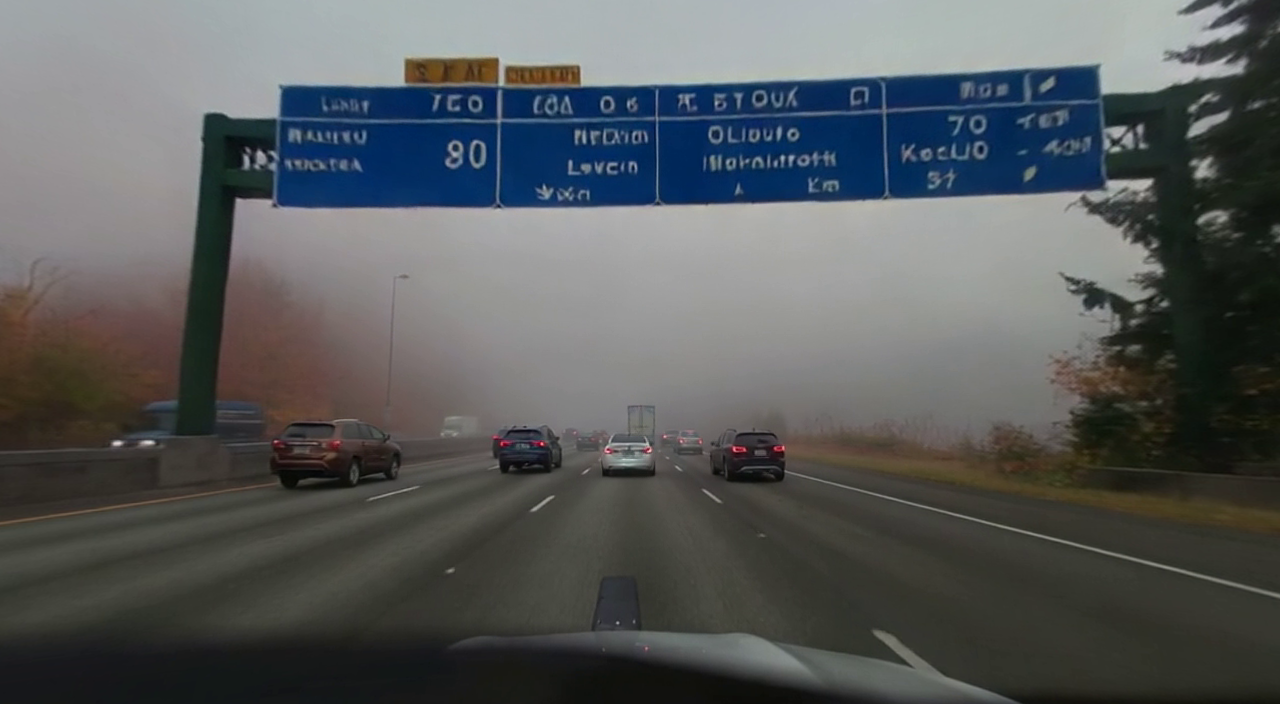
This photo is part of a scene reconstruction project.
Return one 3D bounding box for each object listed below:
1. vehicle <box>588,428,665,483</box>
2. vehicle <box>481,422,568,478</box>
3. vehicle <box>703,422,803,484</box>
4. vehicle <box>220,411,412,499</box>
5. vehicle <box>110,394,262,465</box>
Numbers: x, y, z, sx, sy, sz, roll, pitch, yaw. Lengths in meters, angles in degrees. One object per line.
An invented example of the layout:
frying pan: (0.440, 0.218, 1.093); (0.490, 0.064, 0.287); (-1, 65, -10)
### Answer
vehicle: (-0.365, 3.123, 19.413); (2.111, 1.494, 4.364); (0, -8, 0)
vehicle: (-3.735, 3.256, 21.151); (2.064, 1.672, 4.277); (0, -8, 1)
vehicle: (3.260, 3.002, 19.083); (2.095, 1.650, 4.331); (0, -8, -2)
vehicle: (-7.533, 2.442, 15.338); (2.117, 1.779, 4.745); (0, -8, 0)
vehicle: (-23.614, 4.142, 33.295); (2.703, 3.361, 6.936); (0, -8, 1)
